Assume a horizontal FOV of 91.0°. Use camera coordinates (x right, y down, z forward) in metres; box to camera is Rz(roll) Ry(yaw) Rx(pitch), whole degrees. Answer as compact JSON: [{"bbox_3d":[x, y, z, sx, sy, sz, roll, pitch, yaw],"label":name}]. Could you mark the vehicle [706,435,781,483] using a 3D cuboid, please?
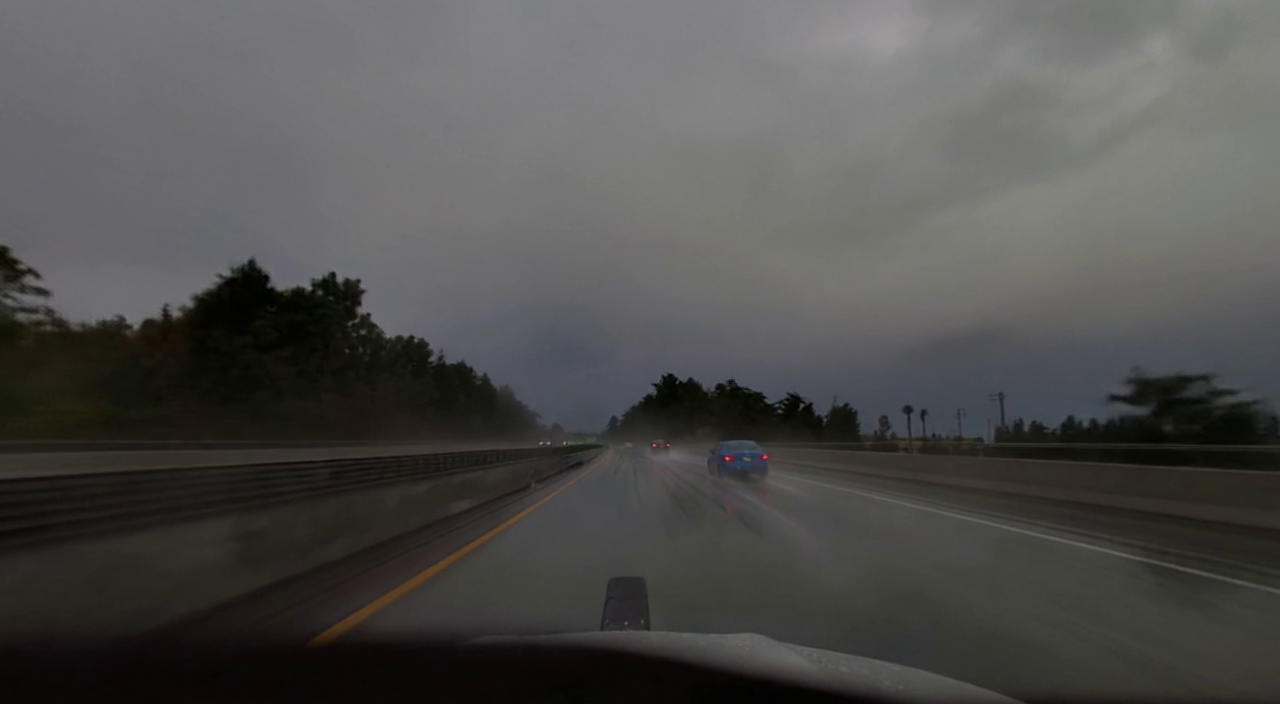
[{"bbox_3d":[3.498,3.679,21.904,1.945,1.538,3.729,0,-8,-1],"label":"vehicle"}]
